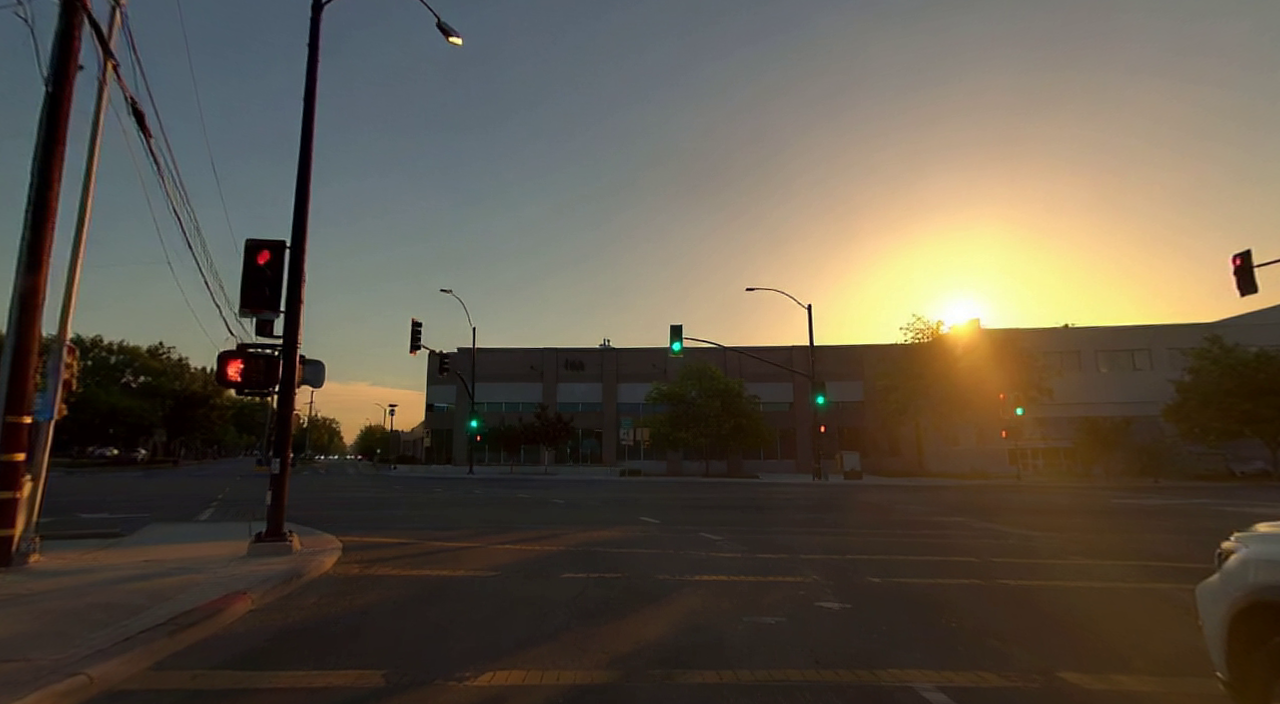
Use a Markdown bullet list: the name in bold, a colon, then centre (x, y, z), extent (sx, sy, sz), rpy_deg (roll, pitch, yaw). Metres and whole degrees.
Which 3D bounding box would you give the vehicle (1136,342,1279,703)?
- **vehicle**: centre (3.052, 0.560, 0.503), extent (1.938, 1.648, 4.211), rpy_deg (-1, -8, 2)
